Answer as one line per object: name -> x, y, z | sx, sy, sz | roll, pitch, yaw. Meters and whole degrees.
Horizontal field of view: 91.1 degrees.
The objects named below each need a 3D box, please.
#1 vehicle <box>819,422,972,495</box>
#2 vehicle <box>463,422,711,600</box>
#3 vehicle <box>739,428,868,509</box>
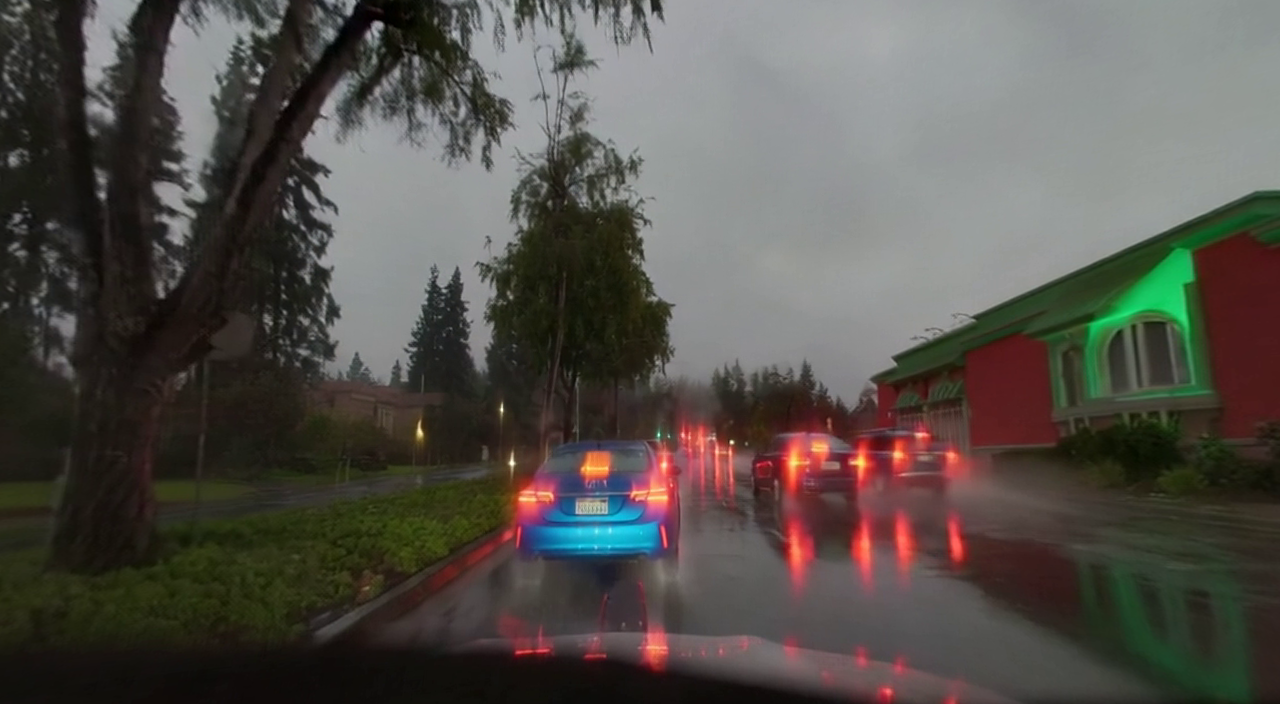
vehicle -> 7.339, 3.138, 18.864 | 2.253, 1.854, 5.409 | 0, -9, 0
vehicle -> -0.482, 1.666, 7.449 | 2.111, 1.506, 4.018 | 0, -9, -1
vehicle -> 3.699, 2.717, 15.054 | 1.946, 1.648, 4.230 | 0, -9, 0
